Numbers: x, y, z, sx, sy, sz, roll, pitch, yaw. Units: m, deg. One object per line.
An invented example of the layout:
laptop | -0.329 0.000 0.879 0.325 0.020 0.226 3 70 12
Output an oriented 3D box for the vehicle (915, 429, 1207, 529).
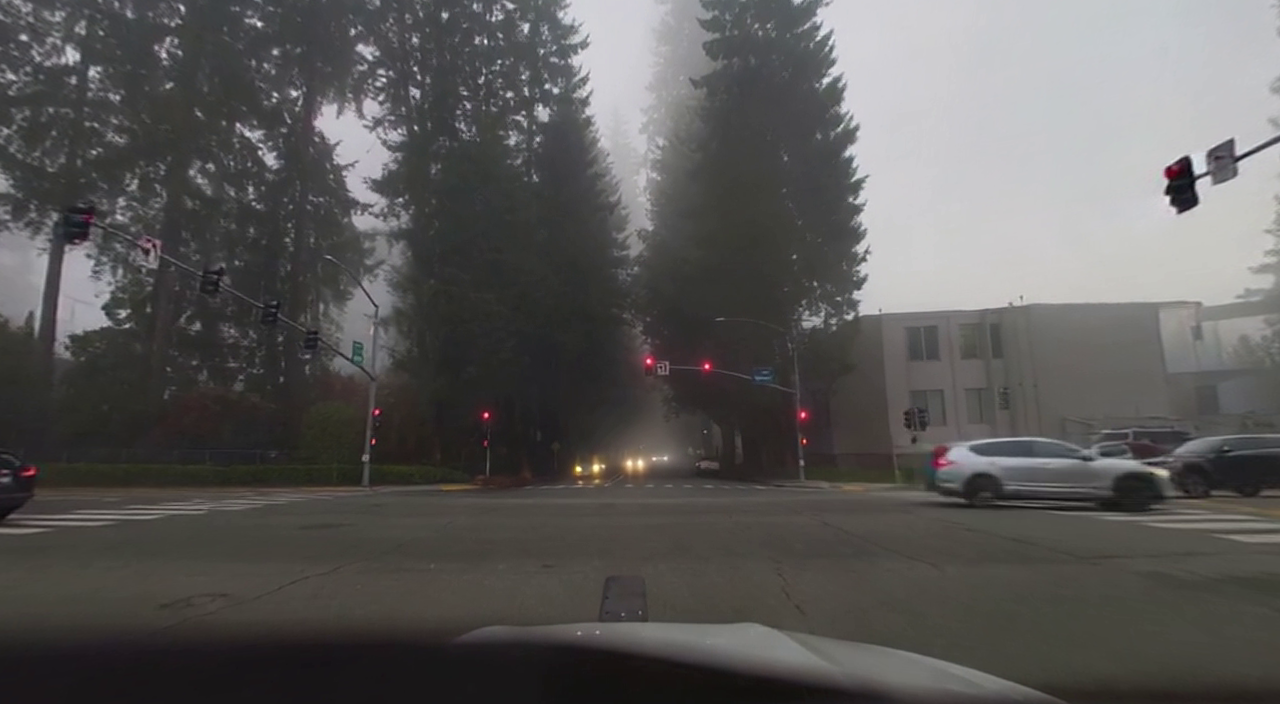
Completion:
vehicle | 8.672 2.543 13.431 4.728 1.740 2.162 -6 -10 36
